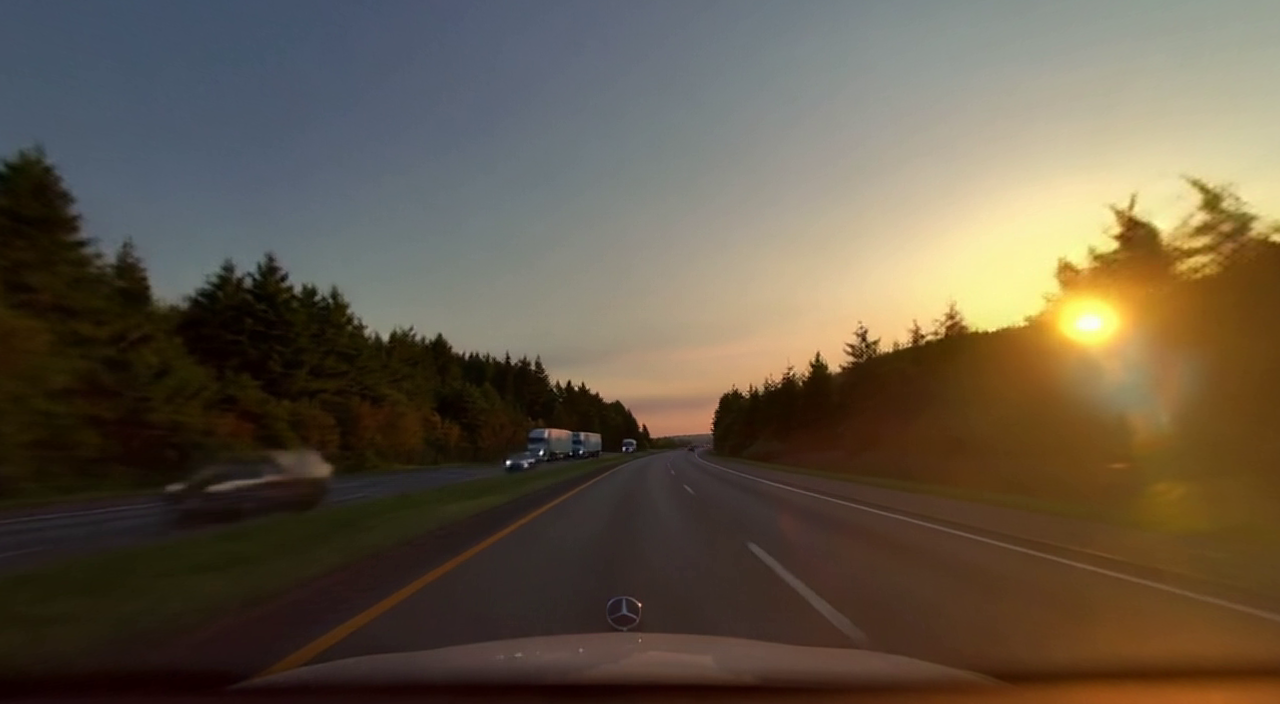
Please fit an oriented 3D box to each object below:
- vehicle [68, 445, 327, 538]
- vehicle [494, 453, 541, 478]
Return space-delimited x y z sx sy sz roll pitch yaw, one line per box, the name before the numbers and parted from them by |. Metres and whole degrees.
vehicle | -9.007 2.841 13.562 2.069 1.606 4.753 0 -9 1
vehicle | -7.874 7.321 40.959 1.933 1.464 4.506 -1 -9 3
